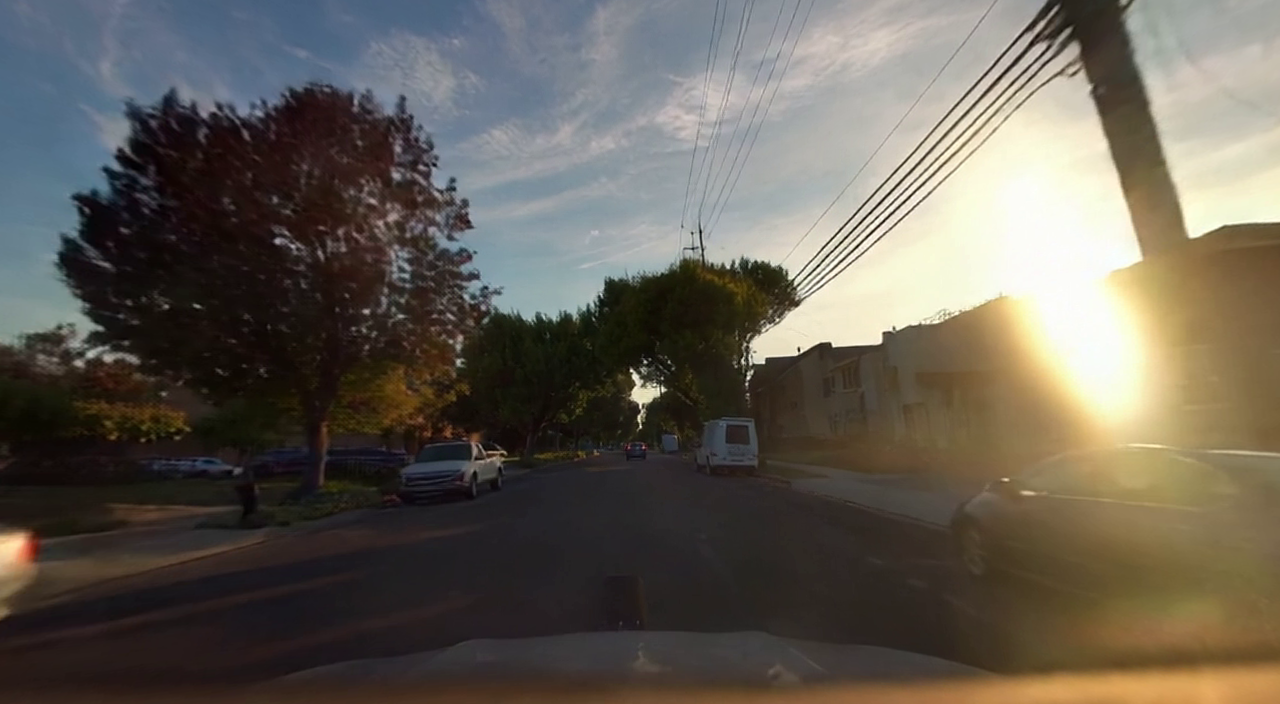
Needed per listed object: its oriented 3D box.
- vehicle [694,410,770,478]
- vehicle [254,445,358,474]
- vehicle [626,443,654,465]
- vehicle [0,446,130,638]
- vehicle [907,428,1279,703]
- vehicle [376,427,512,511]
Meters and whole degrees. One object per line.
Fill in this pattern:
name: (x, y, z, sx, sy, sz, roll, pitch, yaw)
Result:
vehicle: (4.068, 4.238, 29.127, 2.384, 2.791, 5.899, 0, -8, -2)
vehicle: (-19.968, 6.419, 37.982, 5.310, 1.547, 1.820, 3, -9, -26)
vehicle: (-0.003, 7.790, 48.420, 2.062, 1.509, 4.305, 0, -8, 0)
vehicle: (-5.983, 1.354, 3.274, 2.094, 1.433, 5.740, -3, -7, -2)
vehicle: (4.040, 1.331, 4.856, 1.879, 1.395, 4.374, 0, -8, -3)
vehicle: (-5.895, 3.497, 19.966, 2.284, 2.119, 5.984, -3, -7, 1)
